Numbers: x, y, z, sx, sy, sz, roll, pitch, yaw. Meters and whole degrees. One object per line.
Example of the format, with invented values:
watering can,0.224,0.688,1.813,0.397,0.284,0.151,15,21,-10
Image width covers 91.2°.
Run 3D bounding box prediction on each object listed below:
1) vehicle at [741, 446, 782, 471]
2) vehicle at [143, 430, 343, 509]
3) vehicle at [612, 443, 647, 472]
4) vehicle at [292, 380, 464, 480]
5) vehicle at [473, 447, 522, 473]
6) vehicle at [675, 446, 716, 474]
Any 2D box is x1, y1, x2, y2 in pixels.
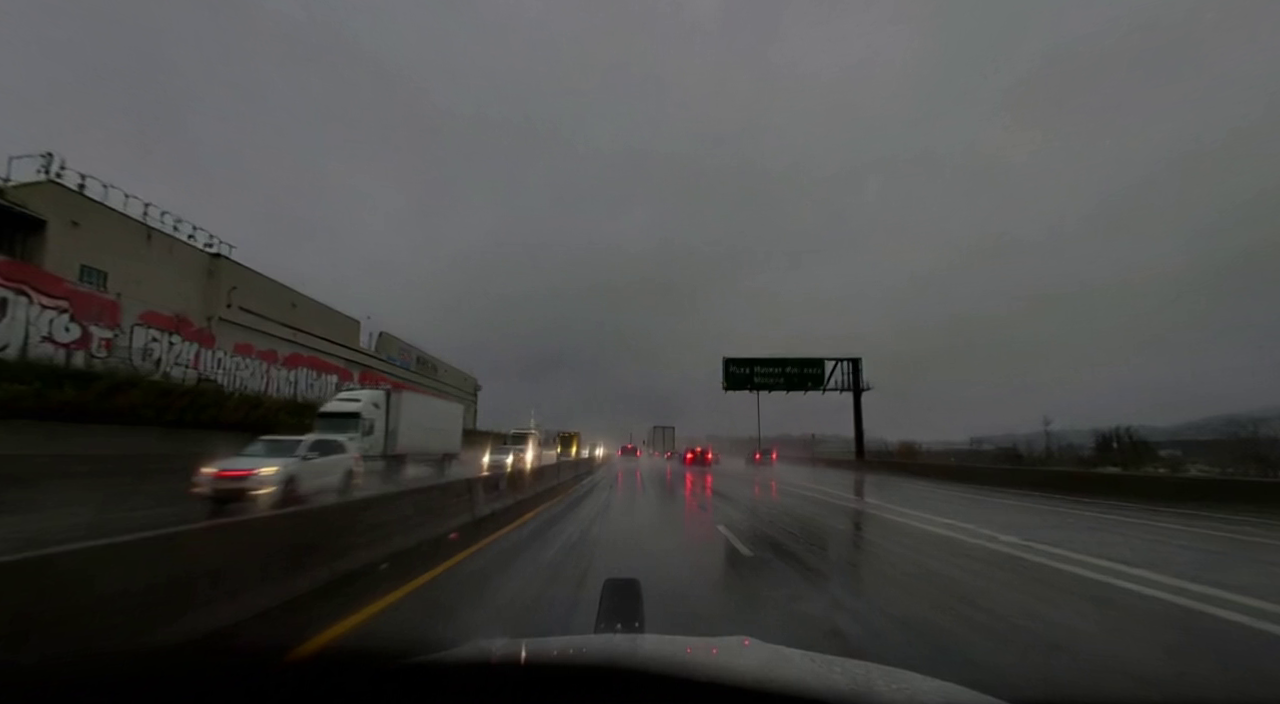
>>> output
vehicle,8.604,7.594,44.763,2.107,1.648,4.324,0,-9,1
vehicle,-8.830,2.643,14.459,1.914,1.539,4.034,0,-9,0
vehicle,-0.641,6.821,40.808,2.169,1.753,4.151,0,-9,0
vehicle,-12.714,4.254,32.773,2.905,4.059,14.156,0,-9,0
vehicle,-8.638,6.558,38.280,1.907,1.470,4.436,0,-9,0
vehicle,3.309,6.587,38.425,2.045,1.605,4.674,0,-9,-1
